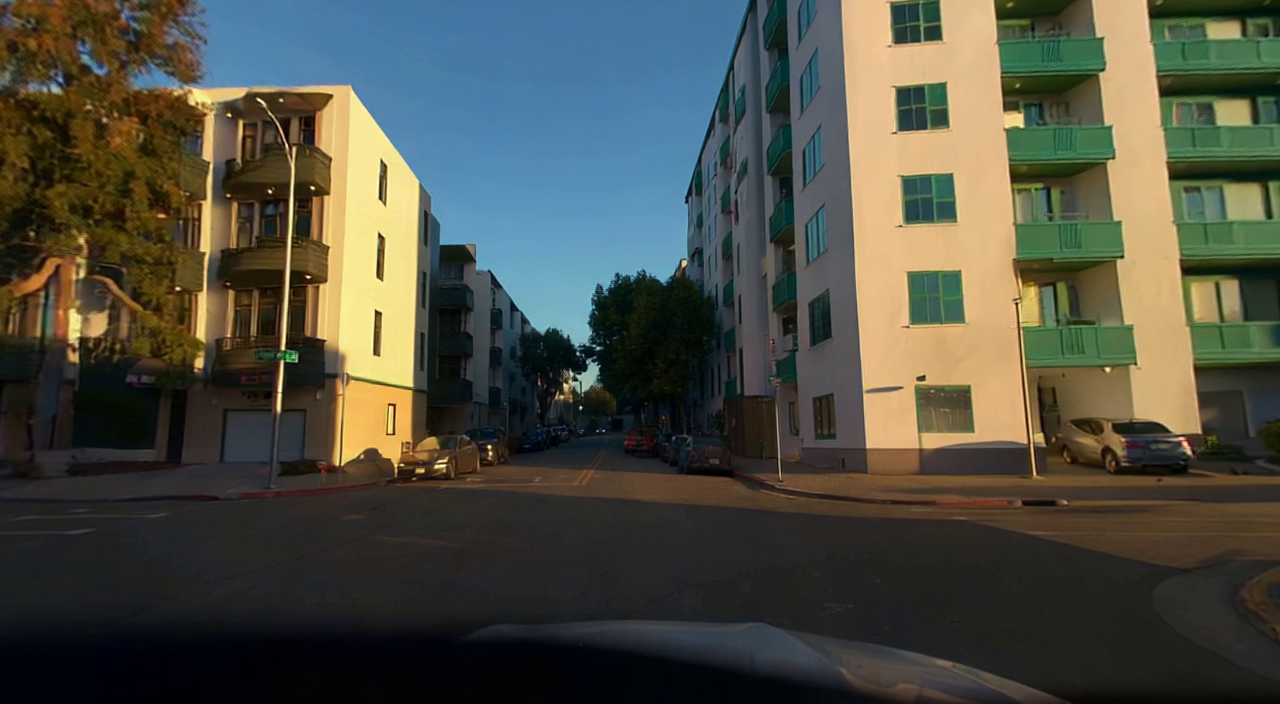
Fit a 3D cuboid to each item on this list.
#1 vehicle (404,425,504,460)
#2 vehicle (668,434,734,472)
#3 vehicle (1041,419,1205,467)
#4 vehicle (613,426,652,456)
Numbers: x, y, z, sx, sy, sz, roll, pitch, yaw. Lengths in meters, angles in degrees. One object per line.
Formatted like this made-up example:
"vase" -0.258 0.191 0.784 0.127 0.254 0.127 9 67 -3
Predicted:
"vehicle" -11.435 5.588 38.872 5.540 1.950 2.113 4 -12 -28
"vehicle" 2.499 4.300 27.046 2.290 1.456 4.503 0 -8 -1
"vehicle" 15.322 2.912 20.140 3.752 1.453 1.709 0 -9 2
"vehicle" -0.467 5.807 40.909 2.412 1.834 4.636 0 -8 0
